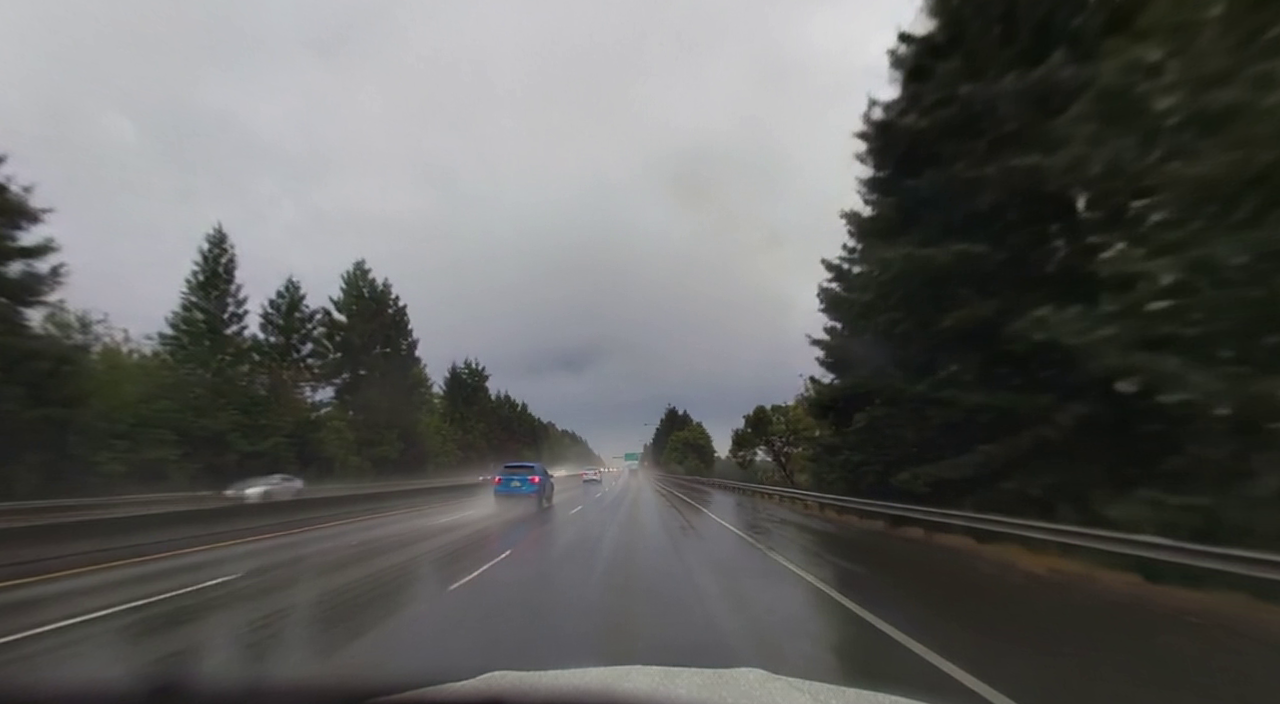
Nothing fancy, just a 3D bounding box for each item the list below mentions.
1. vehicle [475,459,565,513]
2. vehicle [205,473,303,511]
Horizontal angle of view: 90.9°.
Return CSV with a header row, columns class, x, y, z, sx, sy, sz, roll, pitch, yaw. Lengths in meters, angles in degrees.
class,x,y,z,sx,sy,sz,roll,pitch,yaw
vehicle,-3.871,4.433,21.158,2.068,1.592,4.479,0,-11,1
vehicle,-16.883,6.125,27.838,1.778,1.512,4.020,1,-11,-1
